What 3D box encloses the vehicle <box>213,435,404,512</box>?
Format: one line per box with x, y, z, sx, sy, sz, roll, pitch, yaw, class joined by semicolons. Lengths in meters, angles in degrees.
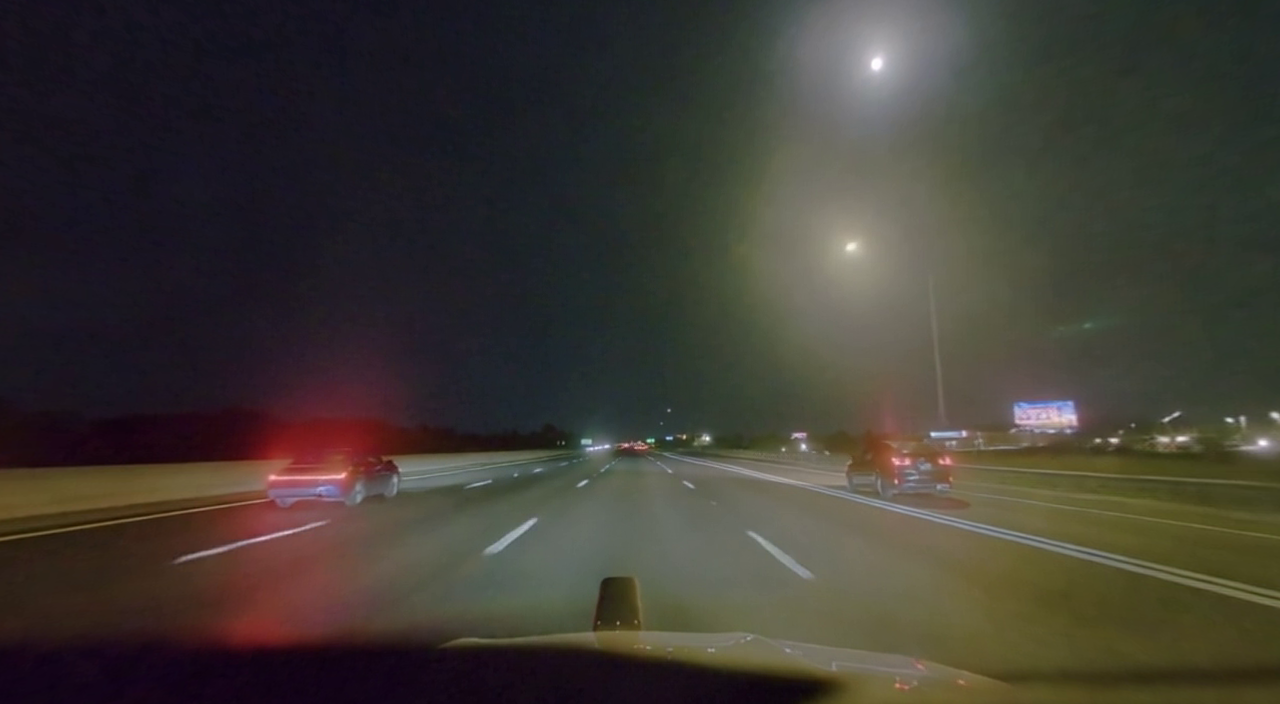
-7.710;2.845;15.403;2.005;1.545;4.874;0;-8;0;vehicle
